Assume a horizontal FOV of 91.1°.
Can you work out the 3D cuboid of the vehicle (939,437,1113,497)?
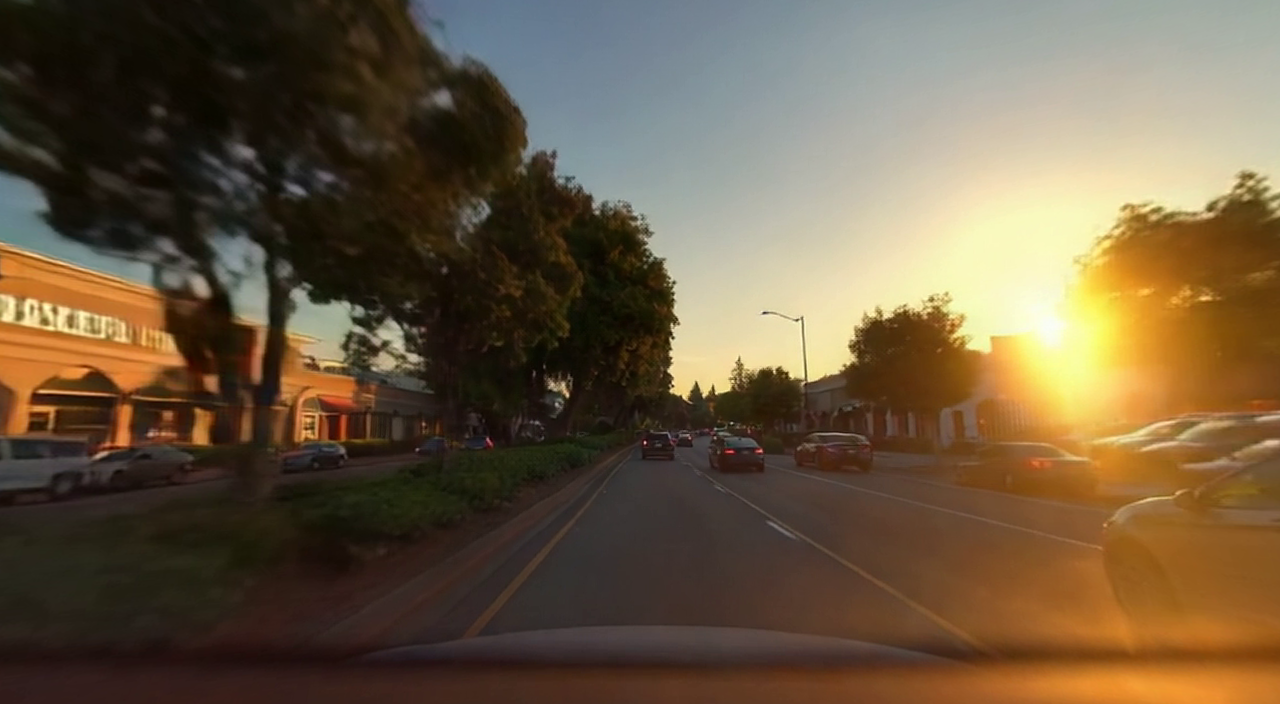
[{"bbox_3d":[10.979,3.281,18.372,2.110,1.535,4.506,0,-8,-2],"label":"vehicle"}]

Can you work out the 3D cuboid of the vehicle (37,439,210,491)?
[{"bbox_3d":[-18.546,4.050,22.974,2.141,1.655,4.978,0,-8,-1],"label":"vehicle"}]

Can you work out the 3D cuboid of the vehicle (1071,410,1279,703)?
[{"bbox_3d":[4.041,0.893,2.175,1.908,1.463,4.506,0,-8,0],"label":"vehicle"}]

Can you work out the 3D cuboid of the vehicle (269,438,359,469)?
[{"bbox_3d":[-18.265,5.681,35.520,2.034,1.532,5.548,0,-7,1],"label":"vehicle"}]

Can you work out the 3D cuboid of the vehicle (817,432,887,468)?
[{"bbox_3d":[10.854,5.068,32.525,2.123,1.726,4.520,0,-8,1],"label":"vehicle"}]

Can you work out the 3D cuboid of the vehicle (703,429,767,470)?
[{"bbox_3d":[4.110,4.311,27.887,2.115,1.692,4.189,0,-8,-1],"label":"vehicle"}]

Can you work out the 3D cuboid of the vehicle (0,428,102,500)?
[{"bbox_3d":[-18.589,3.153,17.725,1.948,1.965,5.421,0,-8,-1],"label":"vehicle"}]

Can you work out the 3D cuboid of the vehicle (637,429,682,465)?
[{"bbox_3d":[0.945,4.796,31.718,2.098,1.682,3.778,0,-8,1],"label":"vehicle"}]
